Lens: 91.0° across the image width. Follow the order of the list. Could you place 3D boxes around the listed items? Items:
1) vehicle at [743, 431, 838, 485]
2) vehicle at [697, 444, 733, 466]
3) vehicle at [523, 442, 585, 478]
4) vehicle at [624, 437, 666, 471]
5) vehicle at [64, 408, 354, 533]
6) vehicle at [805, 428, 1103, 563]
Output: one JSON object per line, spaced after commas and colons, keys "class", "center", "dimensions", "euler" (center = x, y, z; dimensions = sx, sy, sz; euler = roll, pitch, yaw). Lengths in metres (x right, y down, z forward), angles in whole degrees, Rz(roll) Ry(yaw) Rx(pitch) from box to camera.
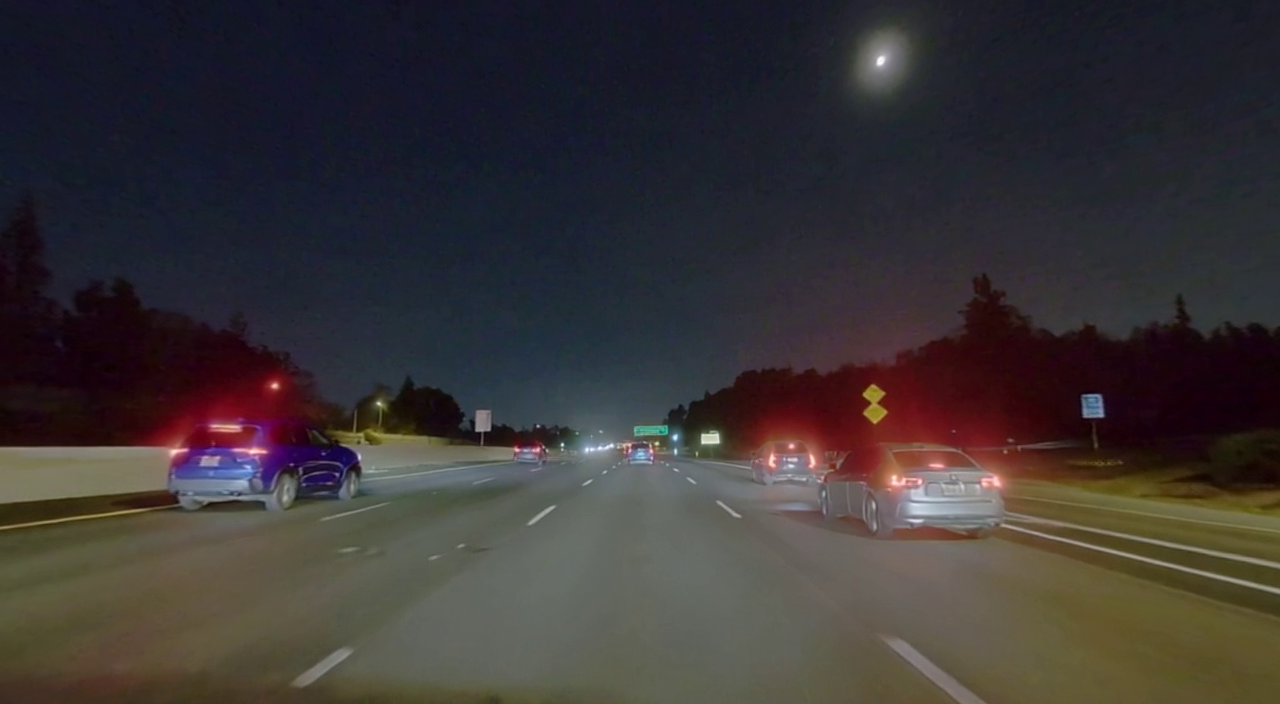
{"class": "vehicle", "center": [5.287, 3.800, 22.838], "dimensions": [2.335, 1.759, 4.297], "euler": [0, -9, 0]}
{"class": "vehicle", "center": [5.205, 7.230, 44.237], "dimensions": [1.944, 1.465, 4.245], "euler": [0, -9, -1]}
{"class": "vehicle", "center": [-3.726, 4.756, 27.978], "dimensions": [2.071, 1.478, 4.130], "euler": [0, -9, 1]}
{"class": "vehicle", "center": [0.245, 5.546, 34.393], "dimensions": [2.158, 1.706, 4.219], "euler": [0, -9, 0]}
{"class": "vehicle", "center": [-7.490, 2.121, 11.748], "dimensions": [2.142, 1.849, 4.566], "euler": [0, -9, 0]}
{"class": "vehicle", "center": [4.165, 1.977, 9.460], "dimensions": [2.141, 1.507, 4.510], "euler": [0, -9, 0]}
